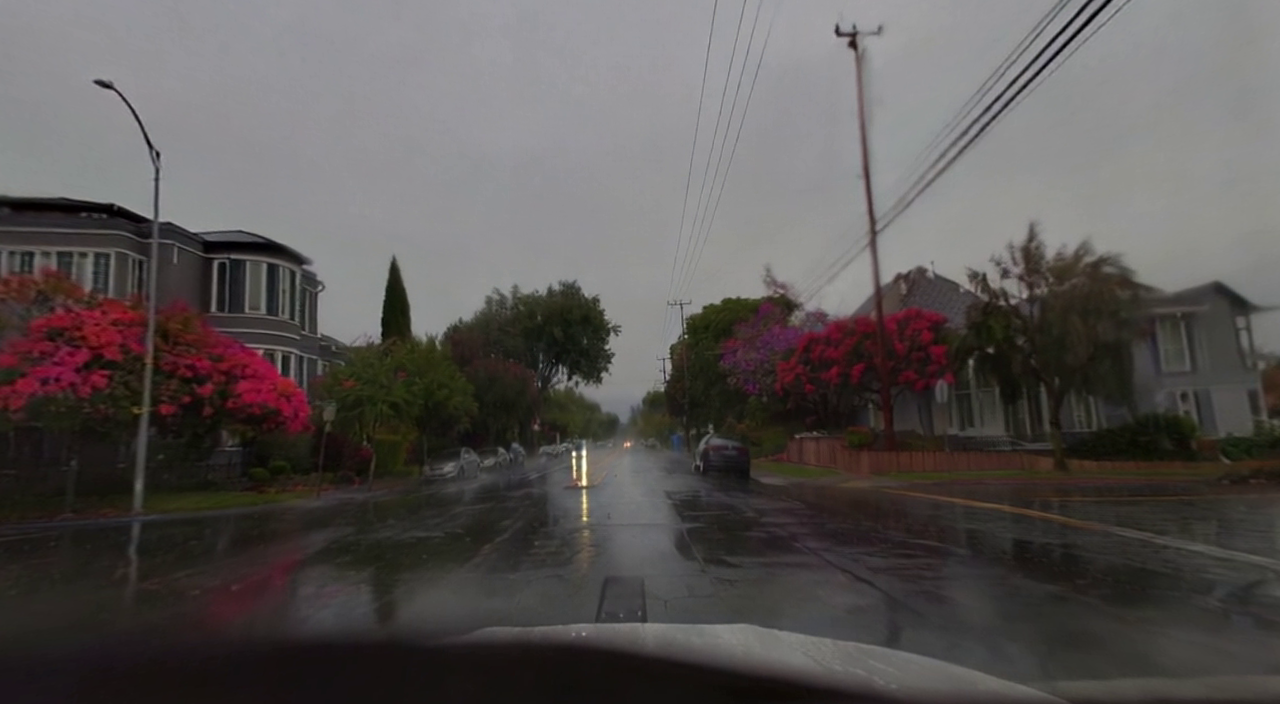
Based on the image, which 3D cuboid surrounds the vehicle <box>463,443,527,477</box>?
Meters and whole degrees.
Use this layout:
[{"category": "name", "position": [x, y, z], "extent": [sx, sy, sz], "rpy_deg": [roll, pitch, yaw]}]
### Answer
[{"category": "vehicle", "position": [-7.130, 5.371, 31.613], "extent": [1.957, 1.549, 4.527], "rpy_deg": [-1, -8, 2]}]

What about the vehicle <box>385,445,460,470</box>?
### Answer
[{"category": "vehicle", "position": [-13.460, 6.558, 39.269], "extent": [3.905, 1.480, 1.892], "rpy_deg": [0, -9, 0]}]

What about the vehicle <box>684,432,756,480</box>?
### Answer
[{"category": "vehicle", "position": [3.018, 4.051, 24.813], "extent": [2.114, 1.708, 4.474], "rpy_deg": [0, -8, -1]}]

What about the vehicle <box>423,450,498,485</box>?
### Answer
[{"category": "vehicle", "position": [-7.268, 4.698, 26.010], "extent": [1.926, 1.307, 3.909], "rpy_deg": [0, -9, 0]}]

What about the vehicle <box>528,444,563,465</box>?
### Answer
[{"category": "vehicle", "position": [-7.102, 7.718, 47.861], "extent": [1.914, 1.508, 4.653], "rpy_deg": [0, -8, 0]}]
